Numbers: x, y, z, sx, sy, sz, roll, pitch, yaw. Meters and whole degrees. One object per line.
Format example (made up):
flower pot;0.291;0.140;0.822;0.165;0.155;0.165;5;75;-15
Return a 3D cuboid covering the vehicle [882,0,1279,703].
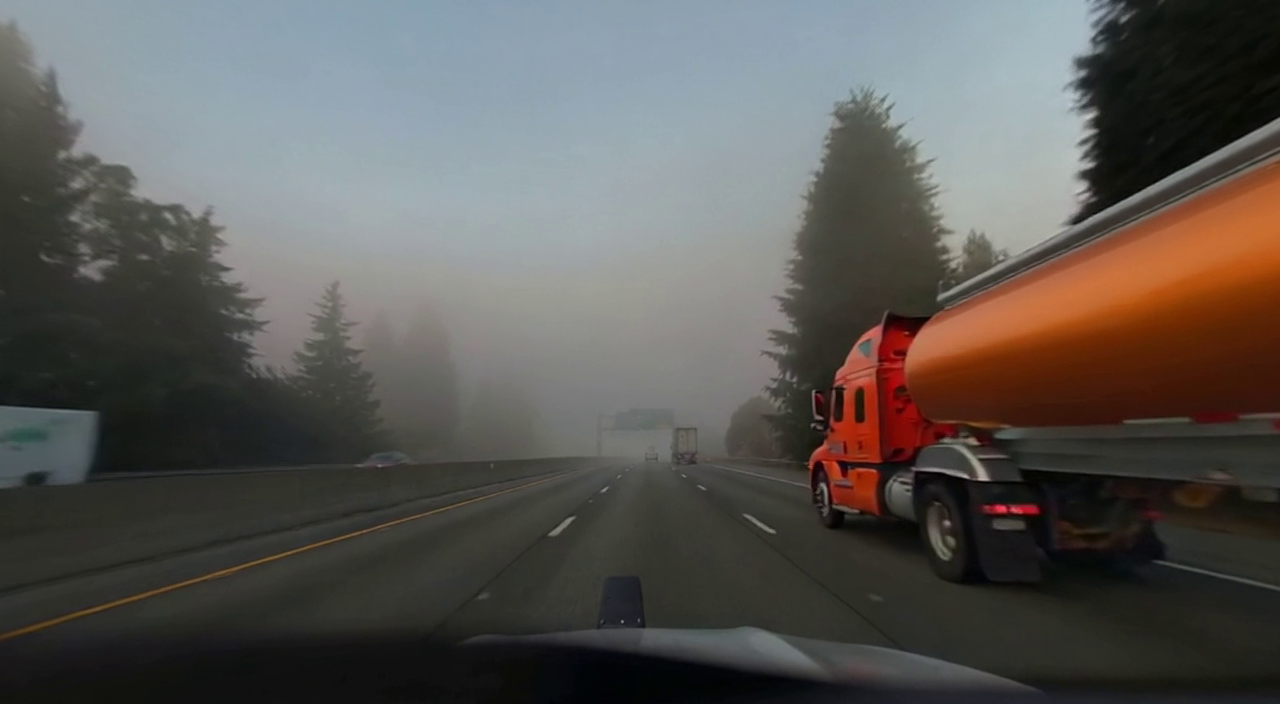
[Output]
vehicle;4.183;-0.194;1.816;2.707;3.474;10.512;0;-9;0

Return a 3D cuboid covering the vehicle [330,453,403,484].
vehicle;-14.365;6.116;33.376;1.861;1.455;4.373;-1;-9;1
